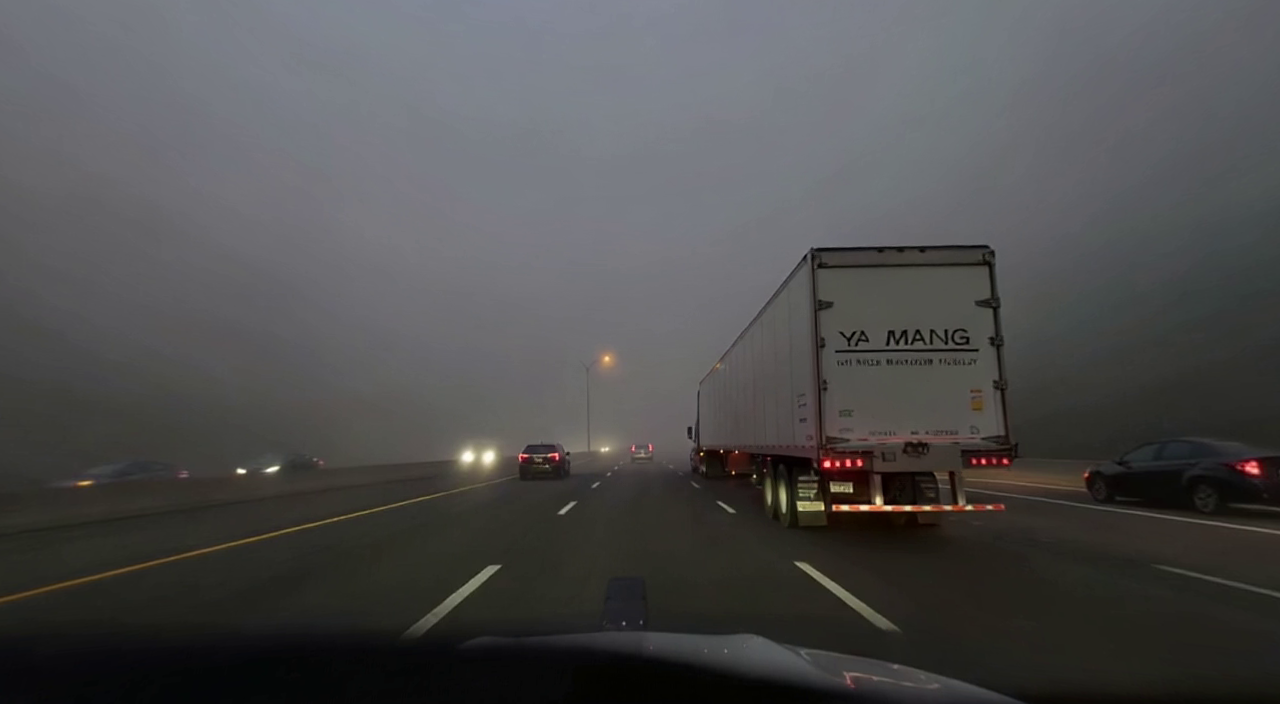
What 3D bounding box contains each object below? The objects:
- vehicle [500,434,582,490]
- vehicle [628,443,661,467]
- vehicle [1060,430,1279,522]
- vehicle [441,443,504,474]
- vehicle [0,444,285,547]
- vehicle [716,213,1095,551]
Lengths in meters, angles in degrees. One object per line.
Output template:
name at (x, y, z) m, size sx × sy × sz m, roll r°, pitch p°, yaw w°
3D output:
vehicle at (-3.278, 3.753, 21.823) m, size 2.058 × 1.711 × 4.226 m, roll 0°, pitch -9°, yaw 1°
vehicle at (0.263, 6.808, 41.721) m, size 2.063 × 1.469 × 4.208 m, roll 0°, pitch -9°, yaw -1°
vehicle at (11.016, 2.367, 12.633) m, size 1.917 × 1.471 × 4.759 m, roll 0°, pitch -9°, yaw 0°
vehicle at (-8.915, 5.696, 33.974) m, size 2.080 × 1.546 × 4.386 m, roll 0°, pitch -9°, yaw 1°
vehicle at (-8.958, 2.467, 11.626) m, size 2.042 × 1.482 × 4.708 m, roll 0°, pitch -9°, yaw 1°
vehicle at (3.863, 1.221, 13.800) m, size 2.821 × 4.077 × 12.562 m, roll 0°, pitch -9°, yaw 0°
